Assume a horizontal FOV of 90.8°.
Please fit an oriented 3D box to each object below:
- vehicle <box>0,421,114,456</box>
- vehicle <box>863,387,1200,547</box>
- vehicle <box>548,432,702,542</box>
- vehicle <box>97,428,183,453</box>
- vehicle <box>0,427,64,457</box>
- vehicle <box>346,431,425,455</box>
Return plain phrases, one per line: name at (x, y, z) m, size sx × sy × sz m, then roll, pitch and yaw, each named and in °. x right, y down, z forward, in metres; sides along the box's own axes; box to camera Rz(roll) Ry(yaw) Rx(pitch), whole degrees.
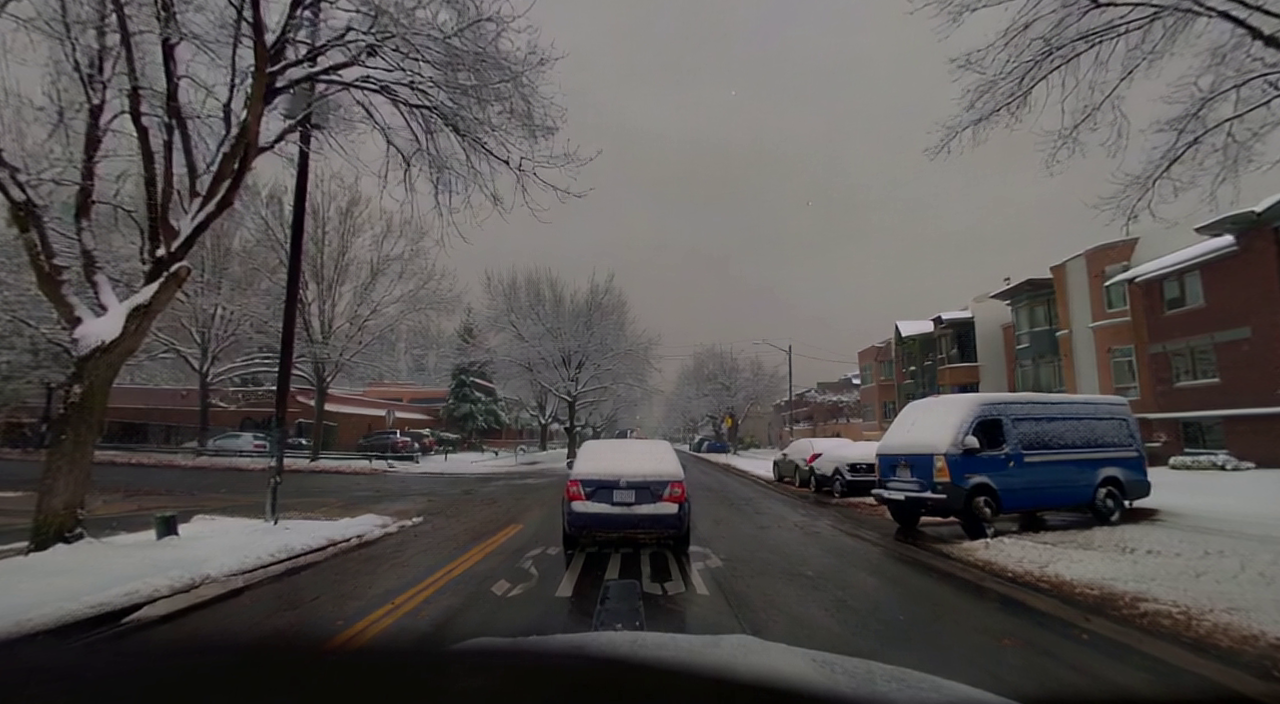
vehicle at (-31.834, 4.734, 34.350) m, size 4.438 × 1.814 × 2.044 m, roll 0°, pitch -8°, yaw -2°
vehicle at (6.651, 1.861, 10.717) m, size 5.385 × 2.146 × 2.143 m, roll 4°, pitch -9°, yaw -25°
vehicle at (-0.298, 2.150, 10.792) m, size 2.065 × 1.450 × 4.522 m, roll 0°, pitch -8°, yaw -3°
vehicle at (-31.794, 5.640, 40.259) m, size 3.915 × 1.574 × 1.850 m, roll 0°, pitch -8°, yaw 3°
vehicle at (-31.812, 4.497, 31.515) m, size 4.168 × 1.458 × 1.904 m, roll 0°, pitch -8°, yaw -2°
vehicle at (-18.435, 6.605, 45.915) m, size 4.892 × 1.679 × 1.927 m, roll 1°, pitch -8°, yaw -7°
